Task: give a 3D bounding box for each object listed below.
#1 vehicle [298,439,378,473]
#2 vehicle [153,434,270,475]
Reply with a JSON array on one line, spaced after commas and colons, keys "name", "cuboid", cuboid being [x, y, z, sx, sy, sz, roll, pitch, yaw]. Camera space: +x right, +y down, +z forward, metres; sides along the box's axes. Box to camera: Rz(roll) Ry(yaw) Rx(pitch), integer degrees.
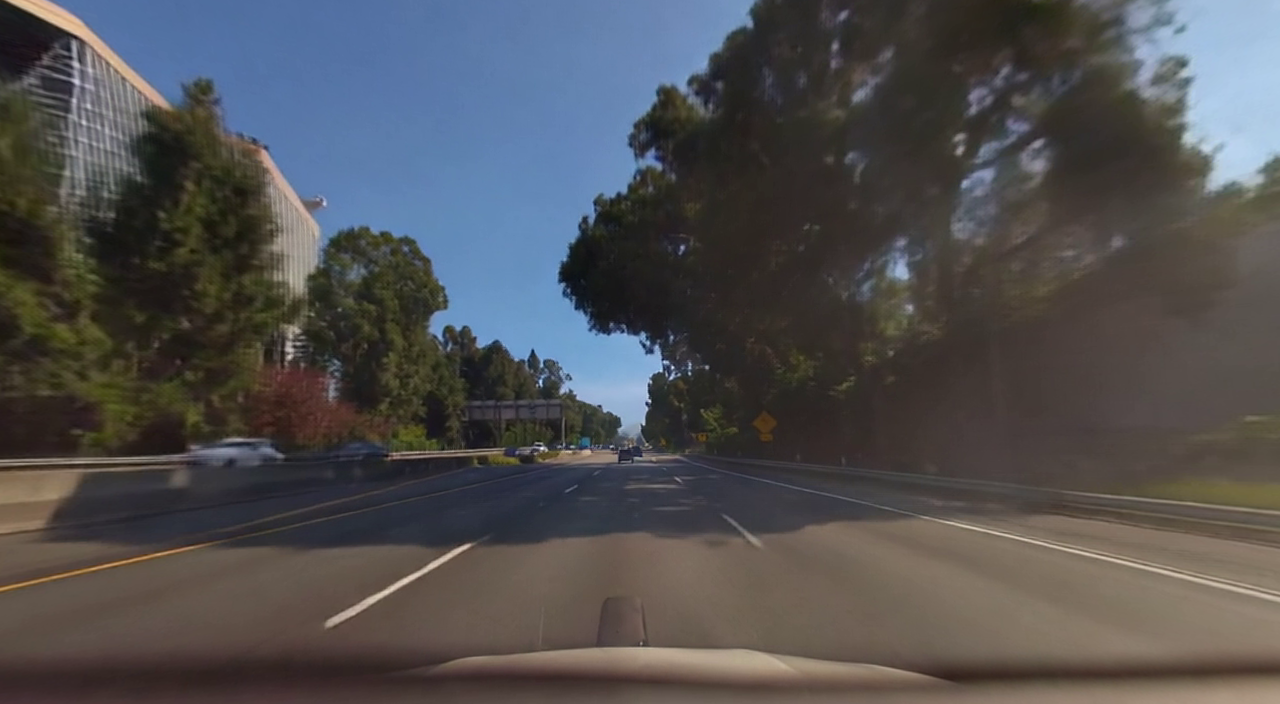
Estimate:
[{"name": "vehicle", "cuboid": [-14.425, 4.993, 30.388, 1.901, 1.462, 3.936, 0, -9, 0]}, {"name": "vehicle", "cuboid": [-18.749, 4.518, 27.866, 2.147, 1.616, 4.226, 0, -9, 0]}]
